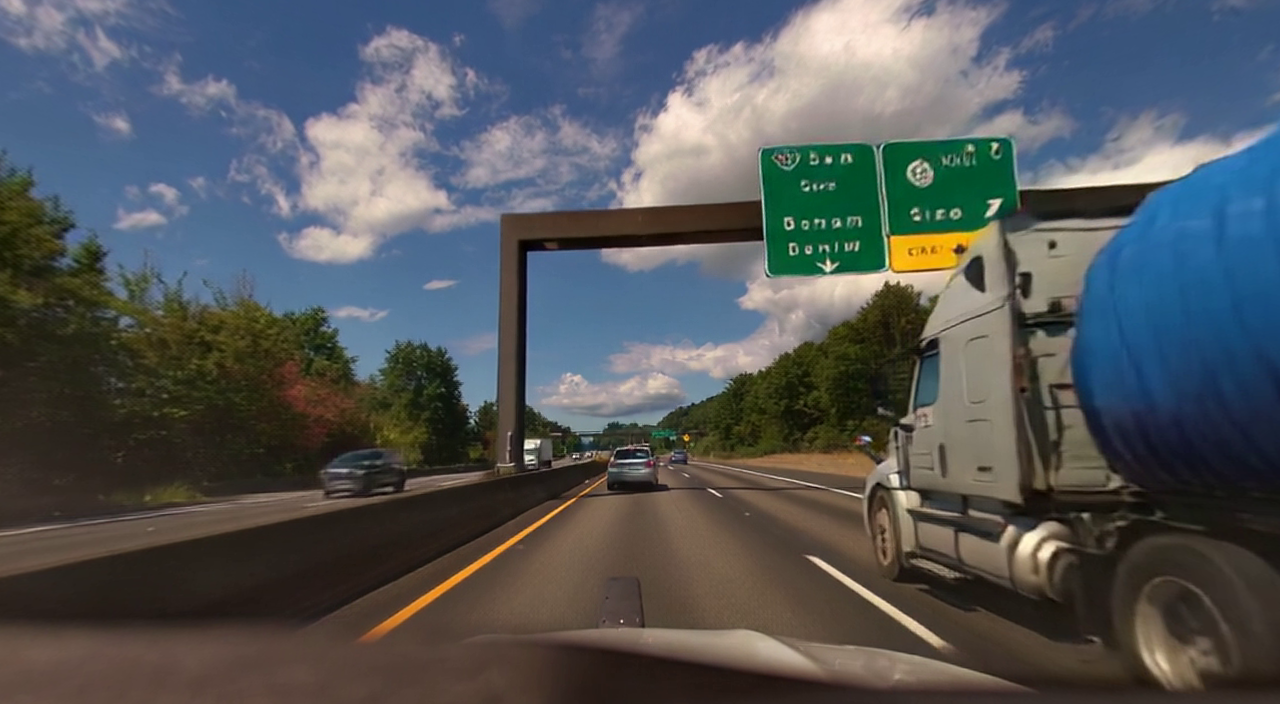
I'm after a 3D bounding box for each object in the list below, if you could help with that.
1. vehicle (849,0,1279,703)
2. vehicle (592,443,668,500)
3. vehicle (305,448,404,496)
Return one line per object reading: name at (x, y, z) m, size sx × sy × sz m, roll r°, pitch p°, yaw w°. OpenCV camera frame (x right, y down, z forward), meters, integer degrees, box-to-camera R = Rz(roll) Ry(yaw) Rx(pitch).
vehicle at (3.872, -0.039, 3.850) m, size 3.001 × 3.728 × 5.947 m, roll 0°, pitch -9°, yaw -1°
vehicle at (-0.271, 3.477, 18.671) m, size 2.003 × 1.490 × 3.636 m, roll 0°, pitch -9°, yaw 0°
vehicle at (-11.933, 4.994, 26.757) m, size 2.063 × 1.828 × 4.416 m, roll 0°, pitch -9°, yaw 1°
